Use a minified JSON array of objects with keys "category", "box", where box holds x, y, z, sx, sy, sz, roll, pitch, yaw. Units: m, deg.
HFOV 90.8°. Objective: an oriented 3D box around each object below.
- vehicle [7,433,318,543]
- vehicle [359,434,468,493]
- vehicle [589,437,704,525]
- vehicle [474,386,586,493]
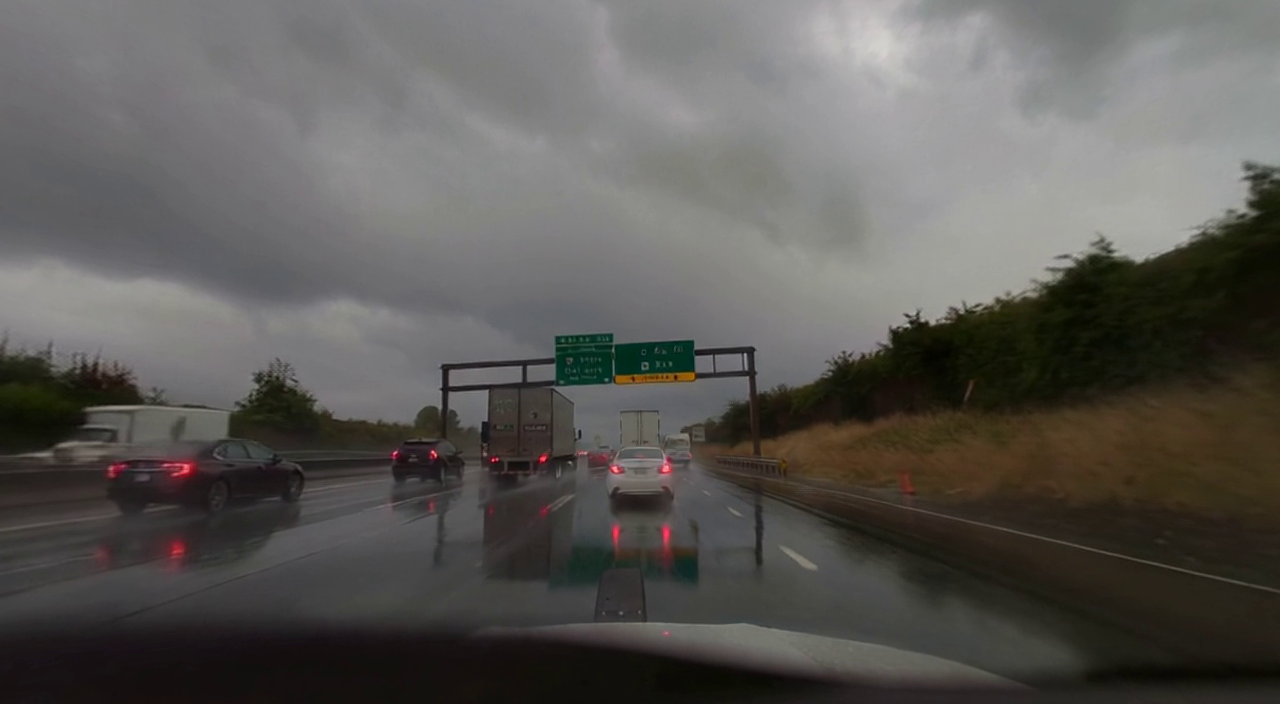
[{"category":"vehicle","box":[-7.926,2.279,11.250,1.879,1.521,4.623,-1,-9,1]},{"category":"vehicle","box":[-7.388,3.687,21.145,1.952,1.746,4.332,-1,-9,1]},{"category":"vehicle","box":[0.072,2.498,12.665,1.995,1.495,3.380,0,-9,-1]},{"category":"vehicle","box":[-3.773,3.309,23.599,2.812,3.342,7.248,-1,-9,1]}]
